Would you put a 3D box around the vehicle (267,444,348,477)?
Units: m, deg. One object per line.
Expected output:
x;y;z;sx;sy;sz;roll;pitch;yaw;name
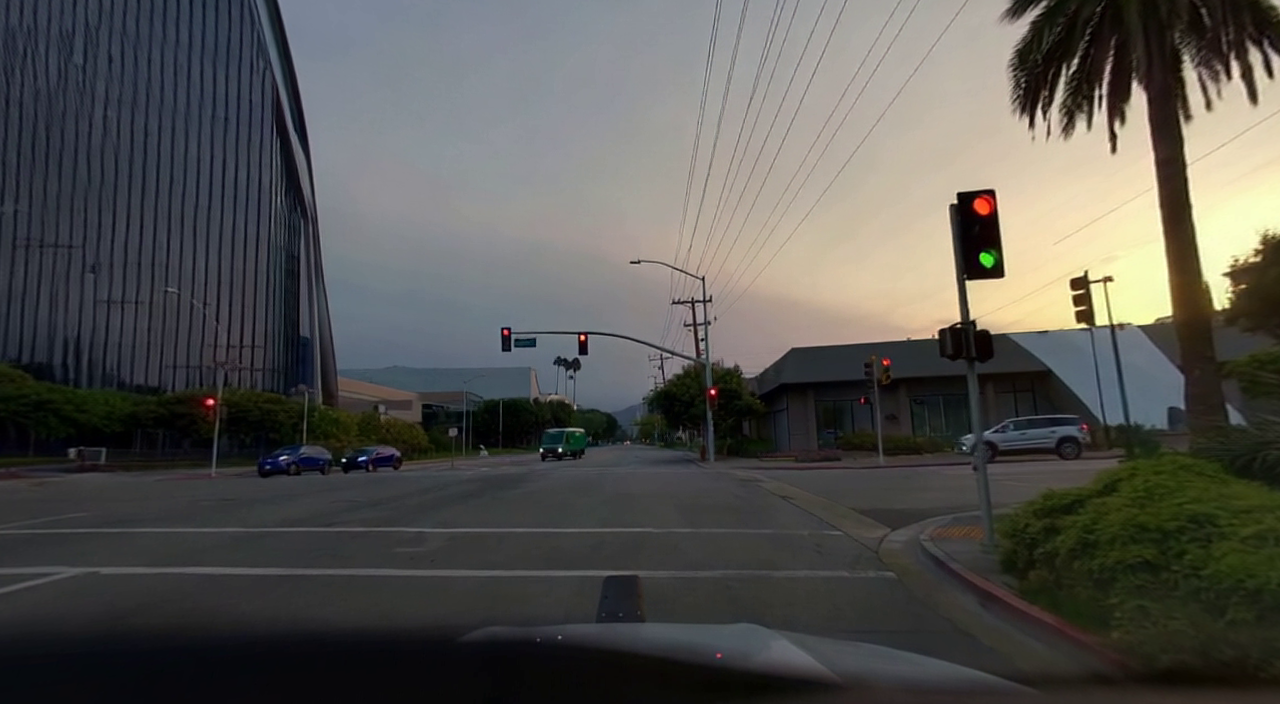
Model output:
-19.049;6.218;36.343;2.017;1.739;4.569;0;-9;2;vehicle

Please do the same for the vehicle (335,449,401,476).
-15.314;6.202;35.639;1.875;1.389;3.784;0;-9;3;vehicle
